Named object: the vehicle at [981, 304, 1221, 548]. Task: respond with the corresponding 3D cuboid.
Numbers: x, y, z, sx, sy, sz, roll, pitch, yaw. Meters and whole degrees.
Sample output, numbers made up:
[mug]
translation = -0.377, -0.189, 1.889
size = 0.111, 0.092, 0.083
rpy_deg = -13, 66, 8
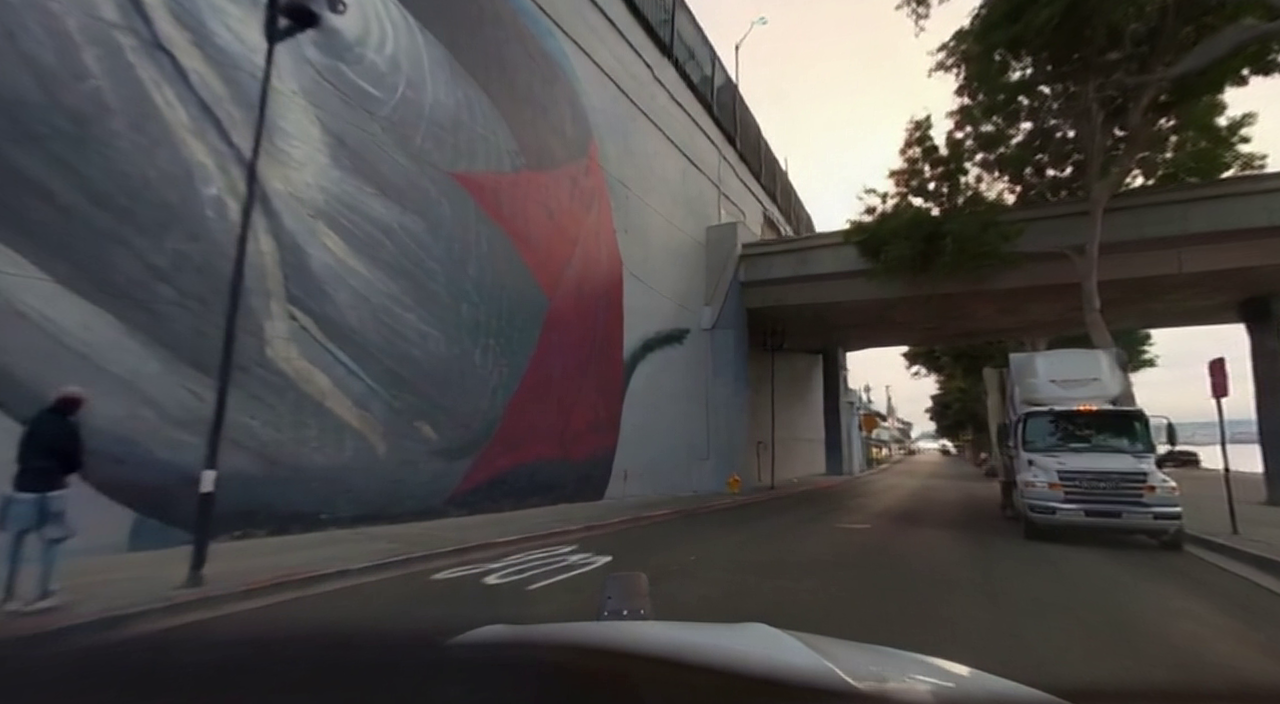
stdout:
[vehicle]
translation = 9.938, 1.857, 14.828
size = 2.849, 3.893, 9.347
rpy_deg = -4, -10, 27
